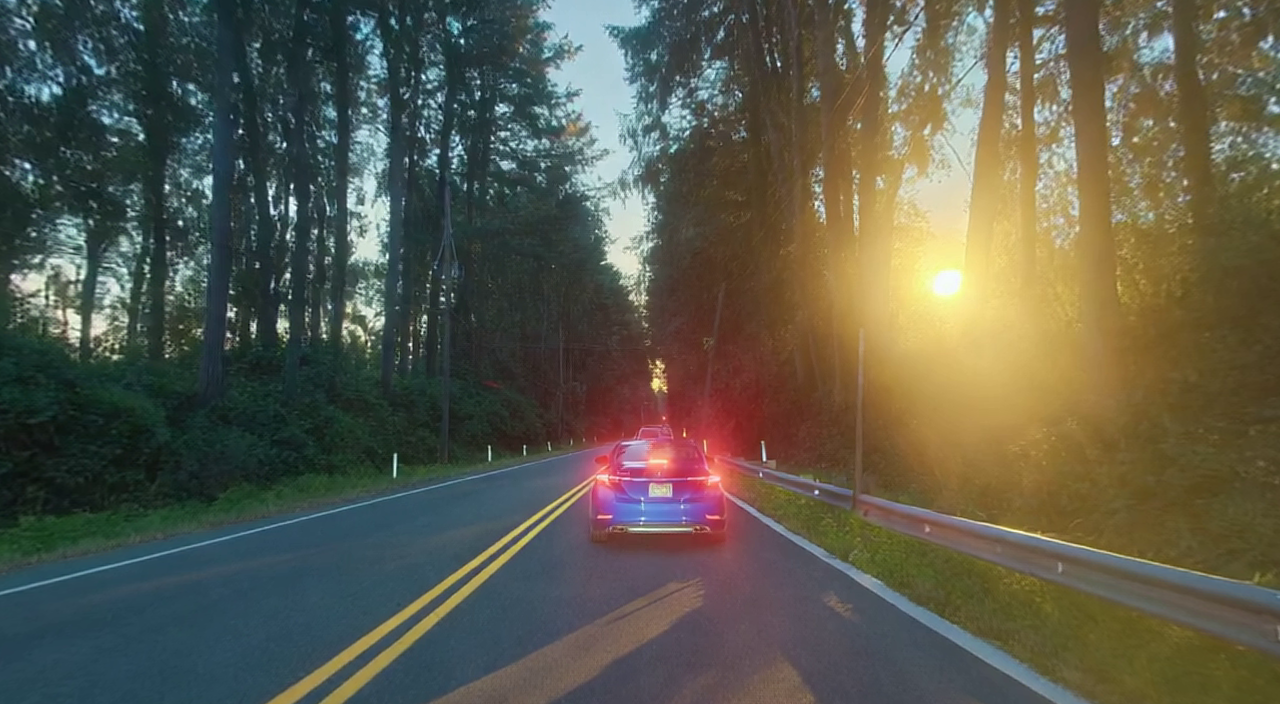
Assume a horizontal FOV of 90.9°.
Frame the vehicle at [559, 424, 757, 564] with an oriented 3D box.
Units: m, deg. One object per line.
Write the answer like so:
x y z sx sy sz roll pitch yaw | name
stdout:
0.234 1.849 8.909 2.187 1.533 3.726 0 -8 1 | vehicle
